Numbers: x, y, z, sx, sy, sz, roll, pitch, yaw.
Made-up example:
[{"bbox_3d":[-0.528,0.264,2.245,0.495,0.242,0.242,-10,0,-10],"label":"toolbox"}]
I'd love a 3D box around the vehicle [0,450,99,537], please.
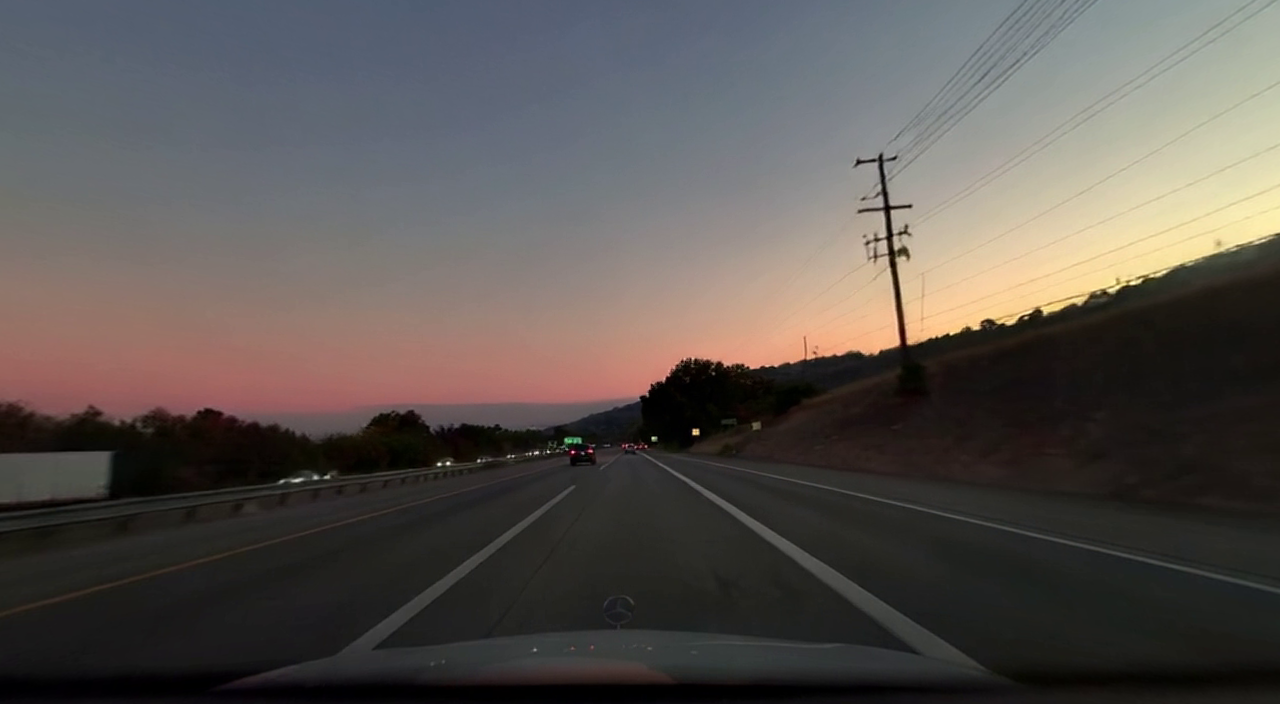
[{"bbox_3d":[-29.013,6.325,28.636,2.914,3.668,6.632,0,-8,0],"label":"vehicle"}]
